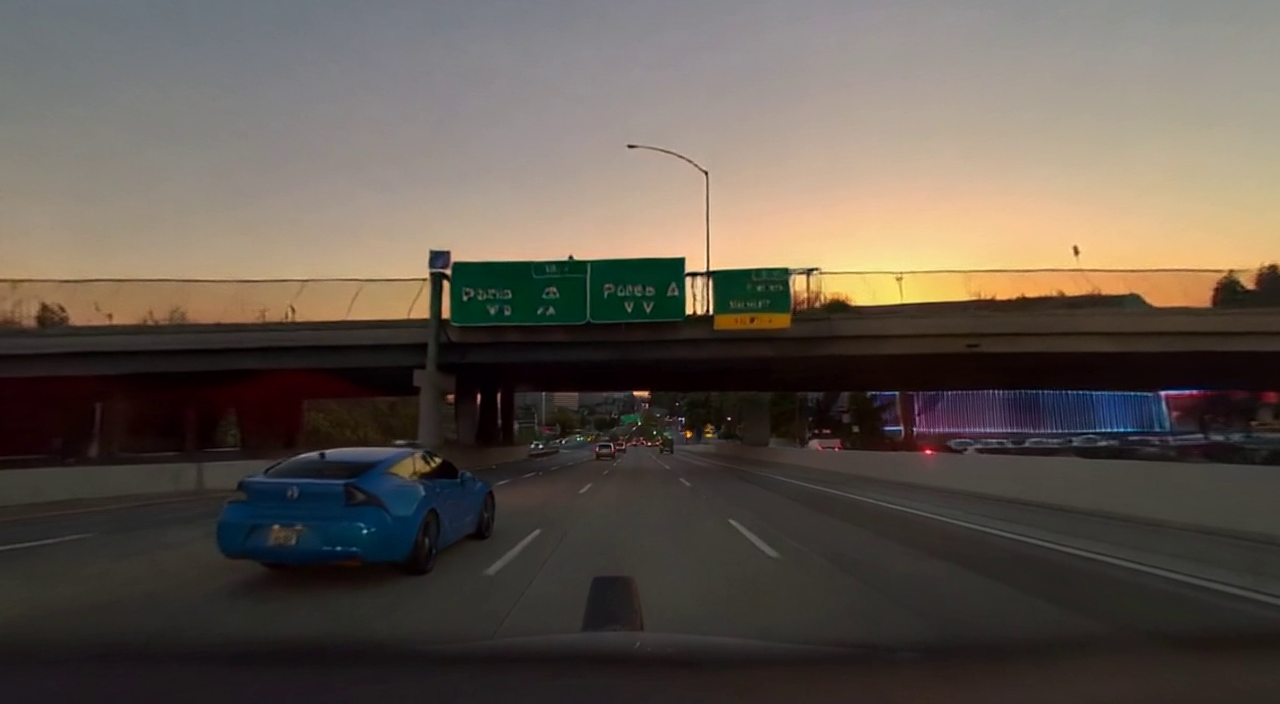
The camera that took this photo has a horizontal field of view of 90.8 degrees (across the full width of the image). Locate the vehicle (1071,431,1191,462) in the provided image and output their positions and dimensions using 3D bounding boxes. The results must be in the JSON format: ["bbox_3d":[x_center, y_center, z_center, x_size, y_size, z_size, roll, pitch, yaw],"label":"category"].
[{"bbox_3d":[24.894,4.795,32.165,4.513,1.469,1.871,0,-8,0],"label":"vehicle"}]
